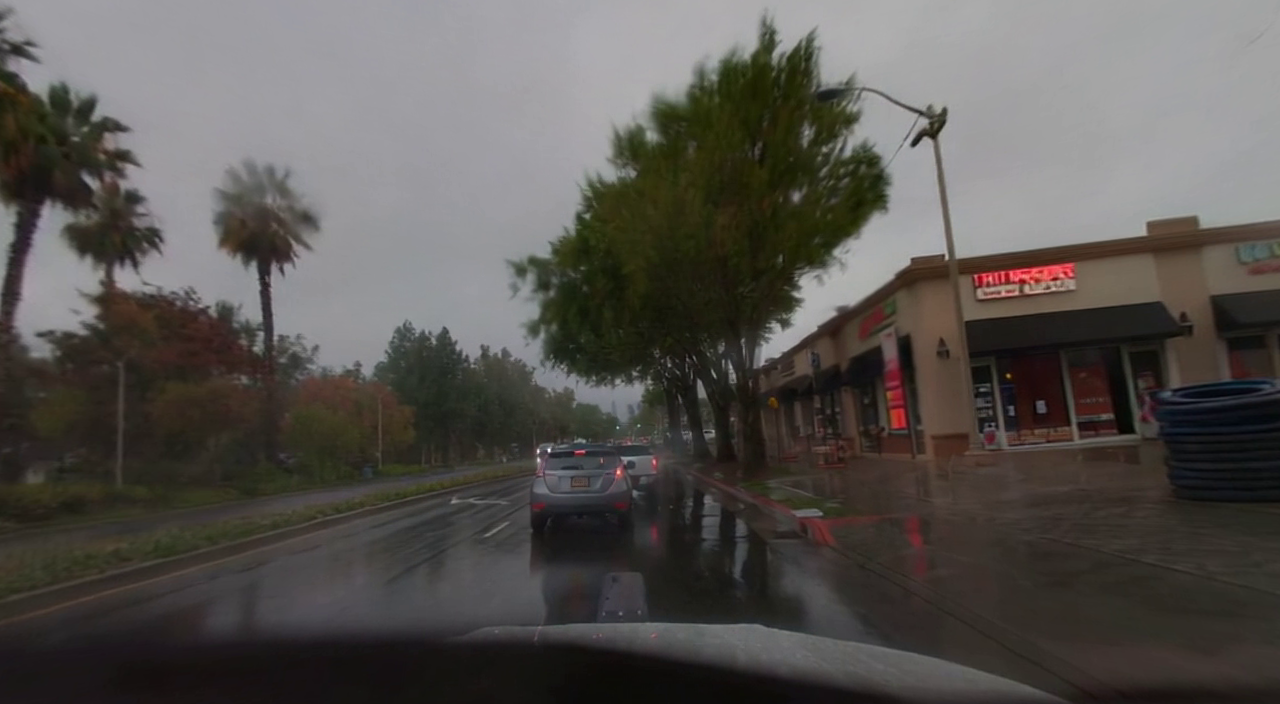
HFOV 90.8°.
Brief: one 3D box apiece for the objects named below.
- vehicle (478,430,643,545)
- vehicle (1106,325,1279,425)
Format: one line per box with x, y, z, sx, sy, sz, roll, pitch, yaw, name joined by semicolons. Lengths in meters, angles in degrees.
-1.103;2.096;10.439;2.169;1.495;4.048;0;-8;-2;vehicle
13.323;0.670;14.290;1.854;1.693;4.798;-1;-10;0;vehicle
